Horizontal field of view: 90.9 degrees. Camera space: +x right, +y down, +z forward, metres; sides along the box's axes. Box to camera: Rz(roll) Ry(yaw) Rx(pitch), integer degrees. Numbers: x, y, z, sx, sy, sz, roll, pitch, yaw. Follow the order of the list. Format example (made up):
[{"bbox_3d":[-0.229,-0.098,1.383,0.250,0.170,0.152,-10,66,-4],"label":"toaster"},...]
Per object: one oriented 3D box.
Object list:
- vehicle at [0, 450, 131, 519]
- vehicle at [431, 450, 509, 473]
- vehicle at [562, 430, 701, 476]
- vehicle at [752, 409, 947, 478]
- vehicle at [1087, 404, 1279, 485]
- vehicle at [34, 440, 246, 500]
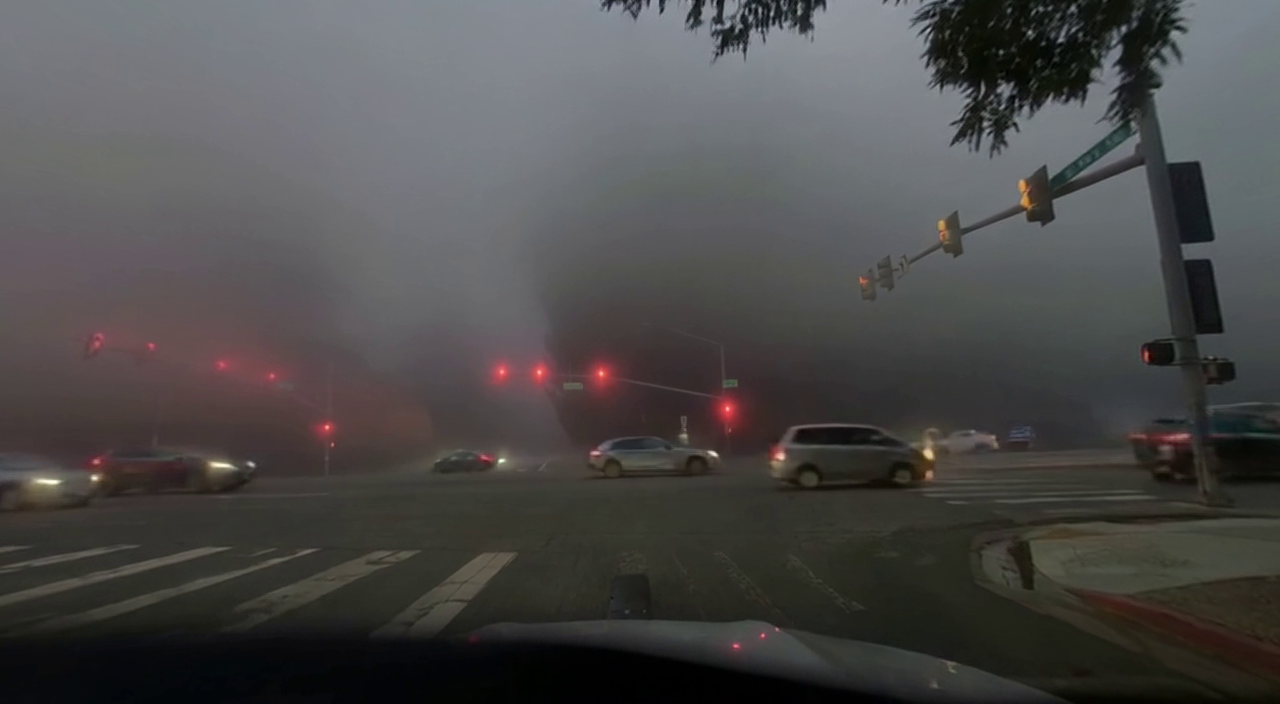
[{"bbox_3d":[-15.477,3.170,15.344,4.808,1.517,1.806,-1,-9,6],"label":"vehicle"},{"bbox_3d":[-11.243,7.236,41.763,4.608,1.481,1.815,-1,-9,6],"label":"vehicle"},{"bbox_3d":[-0.218,3.478,21.749,4.606,1.479,1.821,-1,-9,6],"label":"vehicle"},{"bbox_3d":[5.556,2.538,17.371,4.673,1.740,2.150,-1,-9,6],"label":"vehicle"},{"bbox_3d":[12.032,1.824,12.494,4.715,1.472,1.905,-1,-9,6],"label":"vehicle"},{"bbox_3d":[-15.415,3.637,19.624,4.972,1.696,2.148,-1,-9,6],"label":"vehicle"}]
